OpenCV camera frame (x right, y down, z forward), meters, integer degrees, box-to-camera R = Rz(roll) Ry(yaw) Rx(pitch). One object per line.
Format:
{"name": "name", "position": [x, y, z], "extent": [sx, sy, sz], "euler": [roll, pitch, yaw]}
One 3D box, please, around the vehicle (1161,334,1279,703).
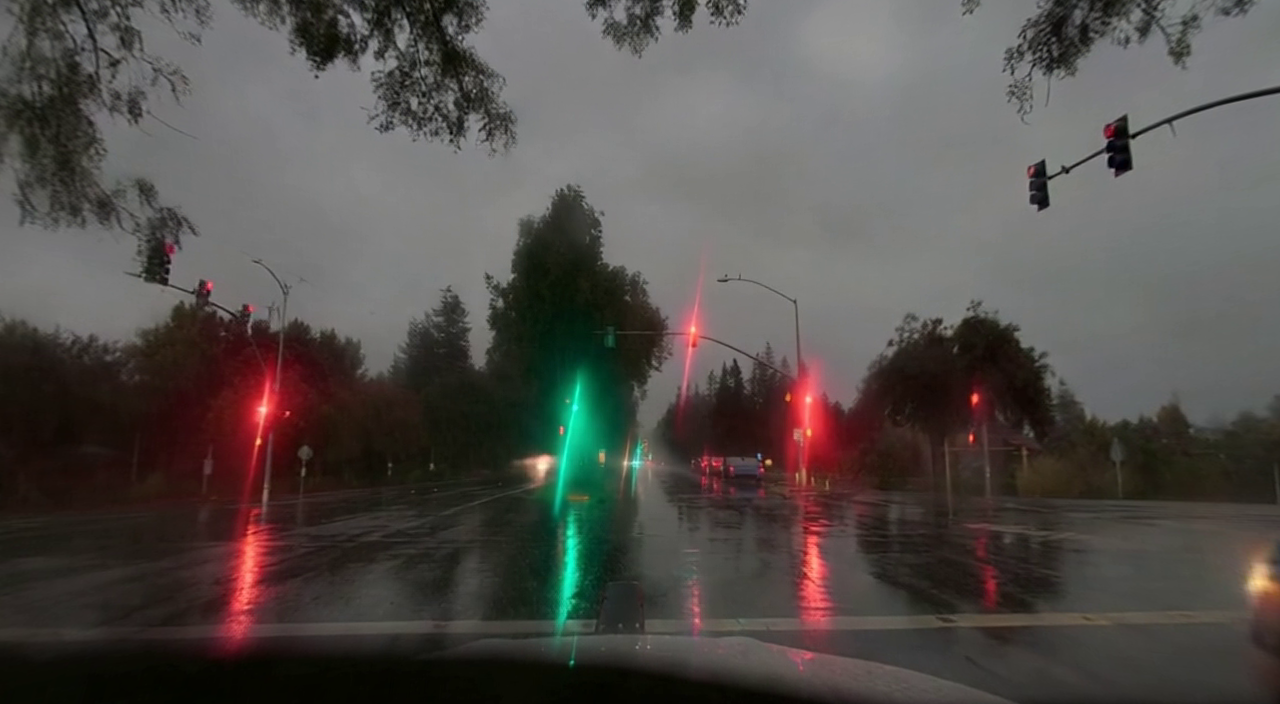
{"name": "vehicle", "position": [3.244, 0.473, 0.116], "extent": [2.140, 1.655, 4.786], "euler": [0, -9, -1]}

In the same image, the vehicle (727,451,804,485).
{"name": "vehicle", "position": [8.836, 8.241, 45.431], "extent": [2.771, 2.214, 7.159], "euler": [2, -9, -12]}
